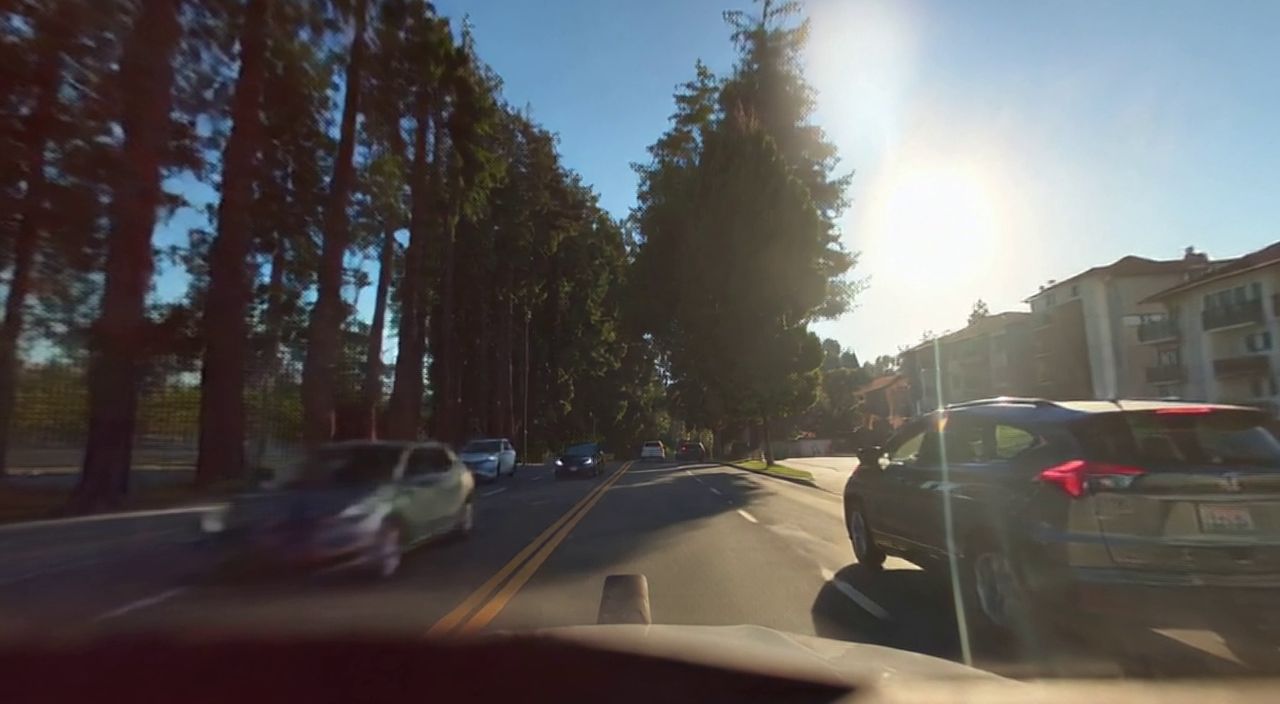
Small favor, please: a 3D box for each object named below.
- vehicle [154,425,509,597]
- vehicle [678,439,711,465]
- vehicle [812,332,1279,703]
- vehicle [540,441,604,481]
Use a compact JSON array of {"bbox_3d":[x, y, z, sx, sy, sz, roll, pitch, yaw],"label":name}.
[{"bbox_3d":[-3.221,1.756,7.882,2.096,1.515,4.481,0,-9,1],"label":"vehicle"},{"bbox_3d":[3.922,7.298,45.764,2.069,1.791,4.422,0,-9,1],"label":"vehicle"},{"bbox_3d":[3.329,1.214,5.387,2.219,1.881,5.104,0,-9,0],"label":"vehicle"},{"bbox_3d":[-2.852,4.709,27.406,2.151,1.540,4.673,0,-9,2],"label":"vehicle"}]
